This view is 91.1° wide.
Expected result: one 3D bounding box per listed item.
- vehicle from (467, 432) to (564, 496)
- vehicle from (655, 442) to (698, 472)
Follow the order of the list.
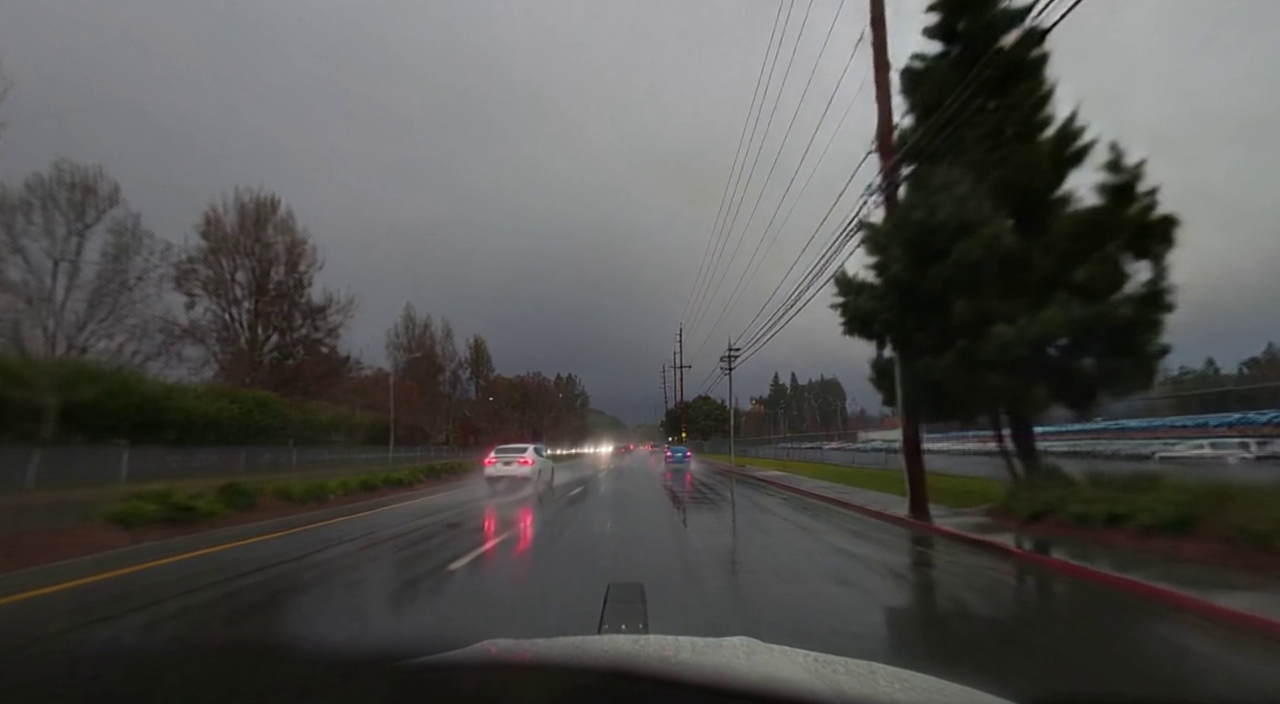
[{"bbox_3d":[-3.621,3.328,19.114,1.950,1.692,4.397,0,-8,1],"label":"vehicle"},{"bbox_3d":[1.889,5.650,33.956,2.059,1.486,3.980,0,-8,0],"label":"vehicle"}]
